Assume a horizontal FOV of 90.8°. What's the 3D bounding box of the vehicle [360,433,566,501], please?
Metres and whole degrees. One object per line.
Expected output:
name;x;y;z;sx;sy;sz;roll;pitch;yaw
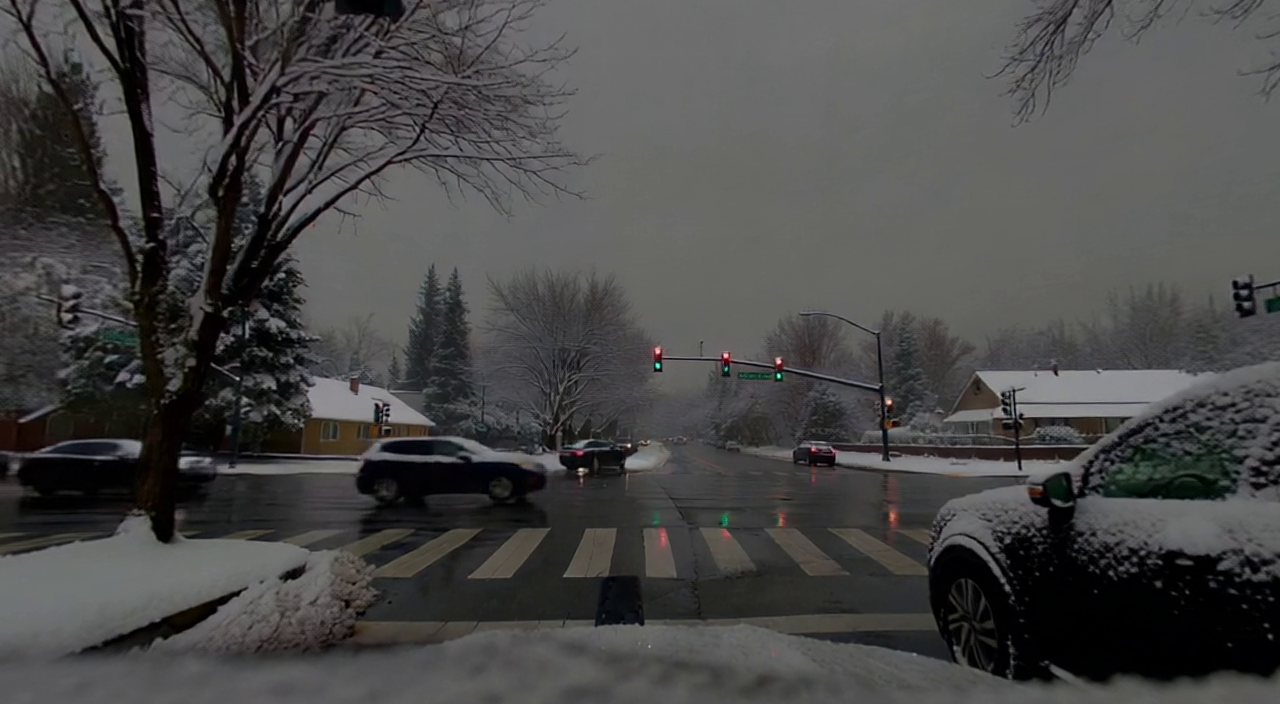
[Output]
vehicle;-4.375;2.914;16.234;4.680;1.620;1.943;0;-8;0

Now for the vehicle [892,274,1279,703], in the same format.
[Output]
vehicle;2.716;0.716;1.702;2.085;1.800;4.908;0;-9;1

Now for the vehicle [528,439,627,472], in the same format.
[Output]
vehicle;-3.024;5.114;31.471;4.689;1.490;1.920;8;-11;-42

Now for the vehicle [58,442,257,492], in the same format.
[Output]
vehicle;-14.875;3.545;19.679;4.561;1.468;1.921;0;-8;0
